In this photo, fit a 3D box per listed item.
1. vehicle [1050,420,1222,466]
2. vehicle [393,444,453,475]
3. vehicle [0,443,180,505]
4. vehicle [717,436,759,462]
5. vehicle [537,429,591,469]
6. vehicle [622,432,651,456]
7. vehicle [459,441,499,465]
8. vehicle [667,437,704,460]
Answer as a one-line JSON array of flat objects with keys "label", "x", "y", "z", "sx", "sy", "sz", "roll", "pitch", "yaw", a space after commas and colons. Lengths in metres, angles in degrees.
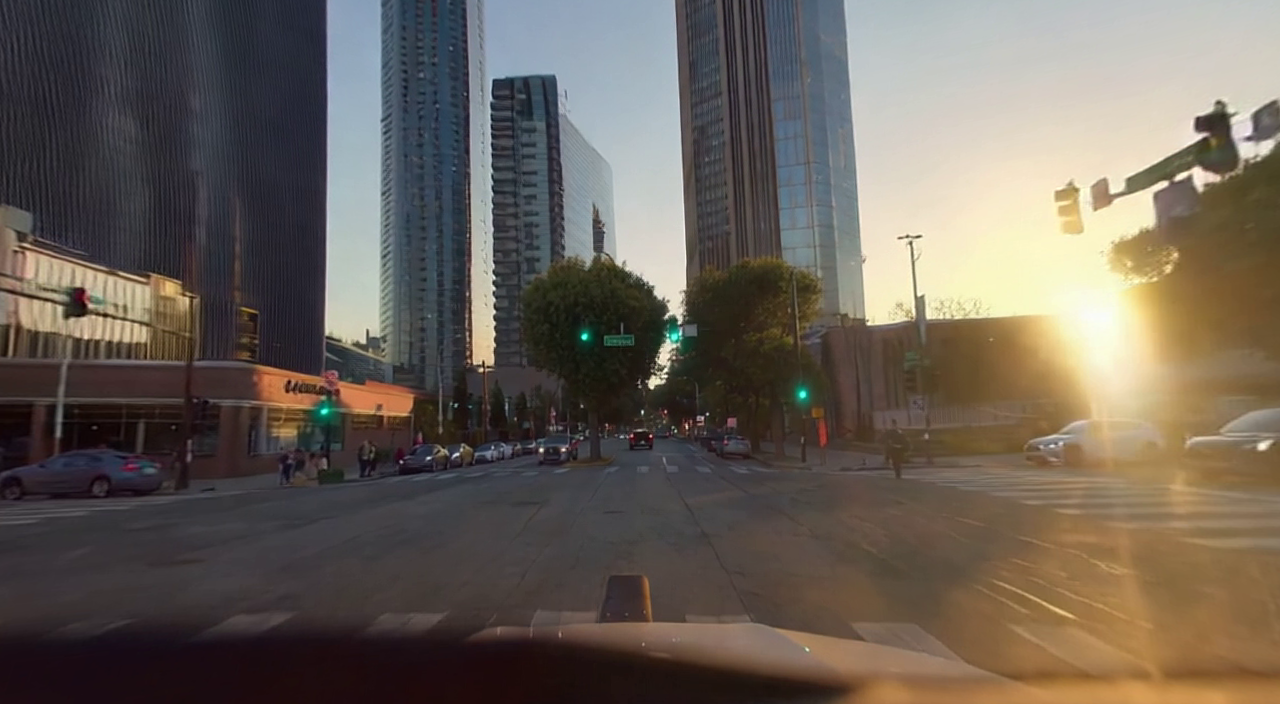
[{"label": "vehicle", "x": 17.078, "y": 3.163, "z": 21.885, "sx": 4.293, "sy": 1.495, "sz": 1.935, "roll": 0, "pitch": -8, "yaw": 0}, {"label": "vehicle", "x": -12.710, "y": 6.280, "z": 37.221, "sx": 2.118, "sy": 1.644, "sz": 4.188, "roll": 0, "pitch": -8, "yaw": -1}, {"label": "vehicle", "x": -21.588, "y": 4.721, "z": 24.653, "sx": 5.283, "sy": 1.959, "sz": 2.453, "roll": -3, "pitch": -7, "yaw": -1}, {"label": "vehicle", "x": 6.023, "y": 5.990, "z": 39.331, "sx": 1.882, "sy": 1.479, "sz": 4.652, "roll": 1, "pitch": -8, "yaw": 0}, {"label": "vehicle", "x": -3.870, "y": 5.042, "z": 32.943, "sx": 2.176, "sy": 1.804, "sz": 4.740, "roll": -3, "pitch": -8, "yaw": 0}, {"label": "vehicle", "x": -0.253, "y": 7.241, "z": 49.815, "sx": 2.165, "sy": 1.749, "sz": 4.078, "roll": 0, "pitch": -8, "yaw": 0}, {"label": "vehicle", "x": -12.297, "y": 7.686, "z": 48.388, "sx": 1.854, "sy": 1.727, "sz": 4.426, "roll": 0, "pitch": -8, "yaw": 1}, {"label": "vehicle", "x": 2.719, "y": 5.912, "z": 38.768, "sx": 1.919, "sy": 1.371, "sz": 3.583, "roll": 0, "pitch": -8, "yaw": -2}]
